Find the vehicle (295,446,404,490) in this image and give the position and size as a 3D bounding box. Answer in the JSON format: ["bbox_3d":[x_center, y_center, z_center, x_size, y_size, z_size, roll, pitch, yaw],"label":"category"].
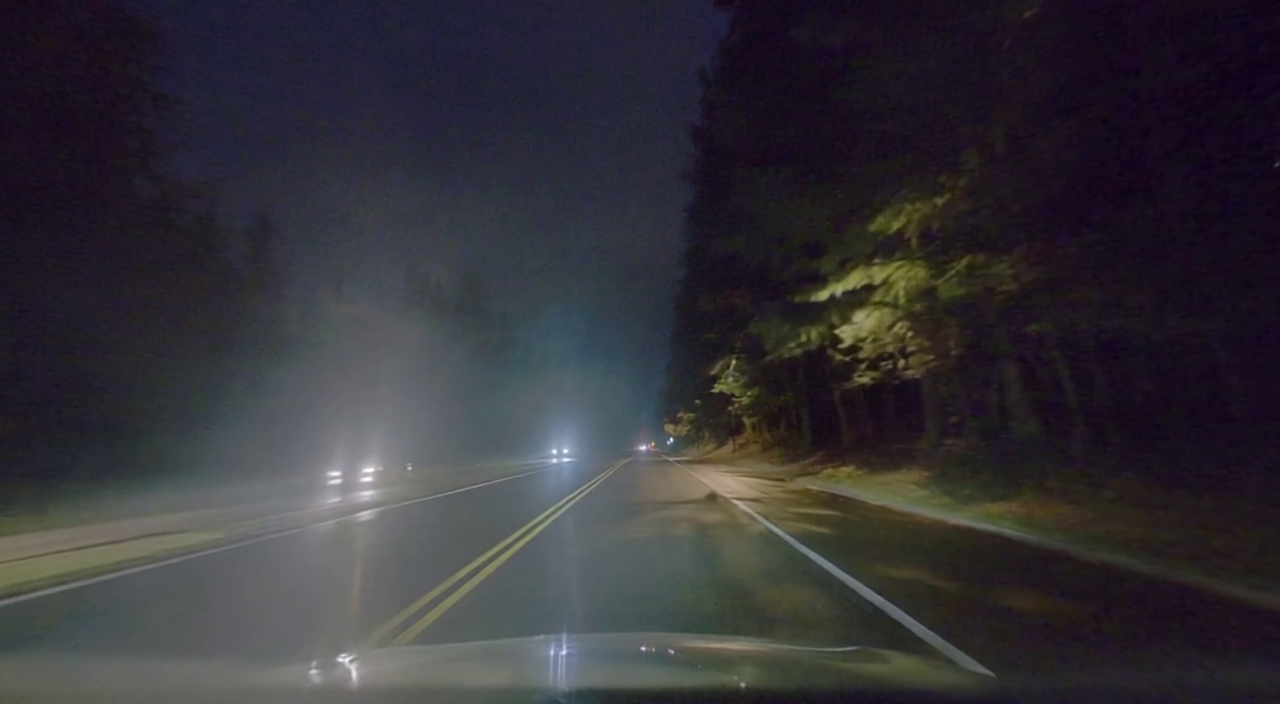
[{"bbox_3d":[-10.665,4.263,23.568,1.962,1.458,4.322,0,-8,1],"label":"vehicle"}]
